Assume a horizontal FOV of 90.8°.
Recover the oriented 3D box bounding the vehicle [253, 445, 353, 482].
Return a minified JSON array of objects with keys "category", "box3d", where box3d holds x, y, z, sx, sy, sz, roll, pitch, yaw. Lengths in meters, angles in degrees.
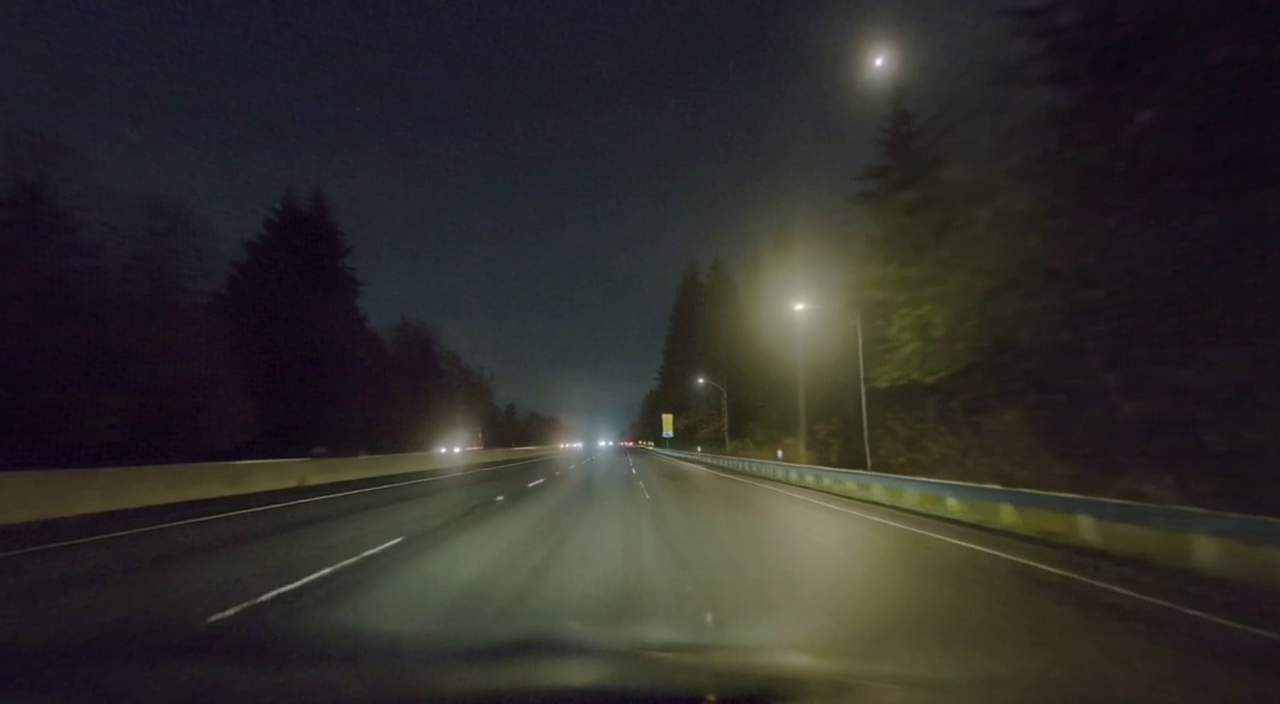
[{"category":"vehicle","box3d":[-14.674,4.880,27.809,1.954,1.491,4.602,0,-9,-2]}]
